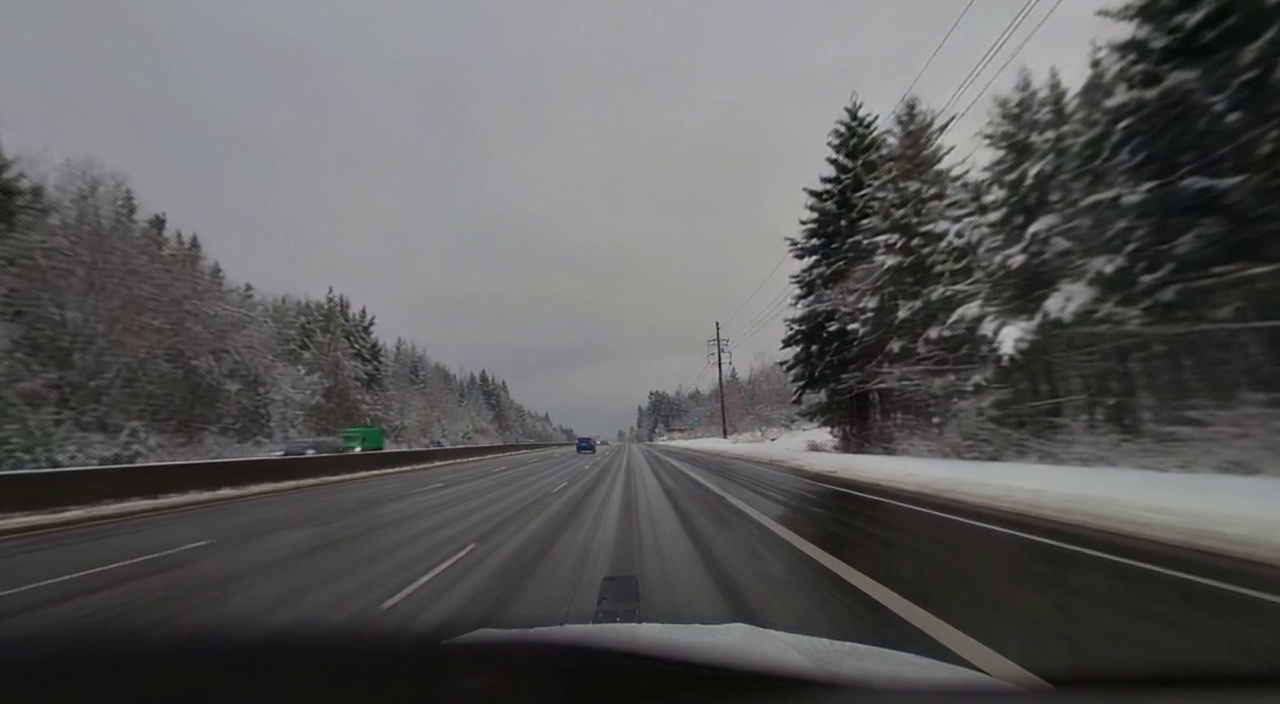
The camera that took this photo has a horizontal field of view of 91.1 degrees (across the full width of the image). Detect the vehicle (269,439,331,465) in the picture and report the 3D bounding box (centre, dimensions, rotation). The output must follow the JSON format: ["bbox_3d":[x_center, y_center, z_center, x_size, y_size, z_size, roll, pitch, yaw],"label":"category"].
[{"bbox_3d":[-21.262,6.255,39.458,1.760,1.492,3.840,0,-8,-1],"label":"vehicle"}]
